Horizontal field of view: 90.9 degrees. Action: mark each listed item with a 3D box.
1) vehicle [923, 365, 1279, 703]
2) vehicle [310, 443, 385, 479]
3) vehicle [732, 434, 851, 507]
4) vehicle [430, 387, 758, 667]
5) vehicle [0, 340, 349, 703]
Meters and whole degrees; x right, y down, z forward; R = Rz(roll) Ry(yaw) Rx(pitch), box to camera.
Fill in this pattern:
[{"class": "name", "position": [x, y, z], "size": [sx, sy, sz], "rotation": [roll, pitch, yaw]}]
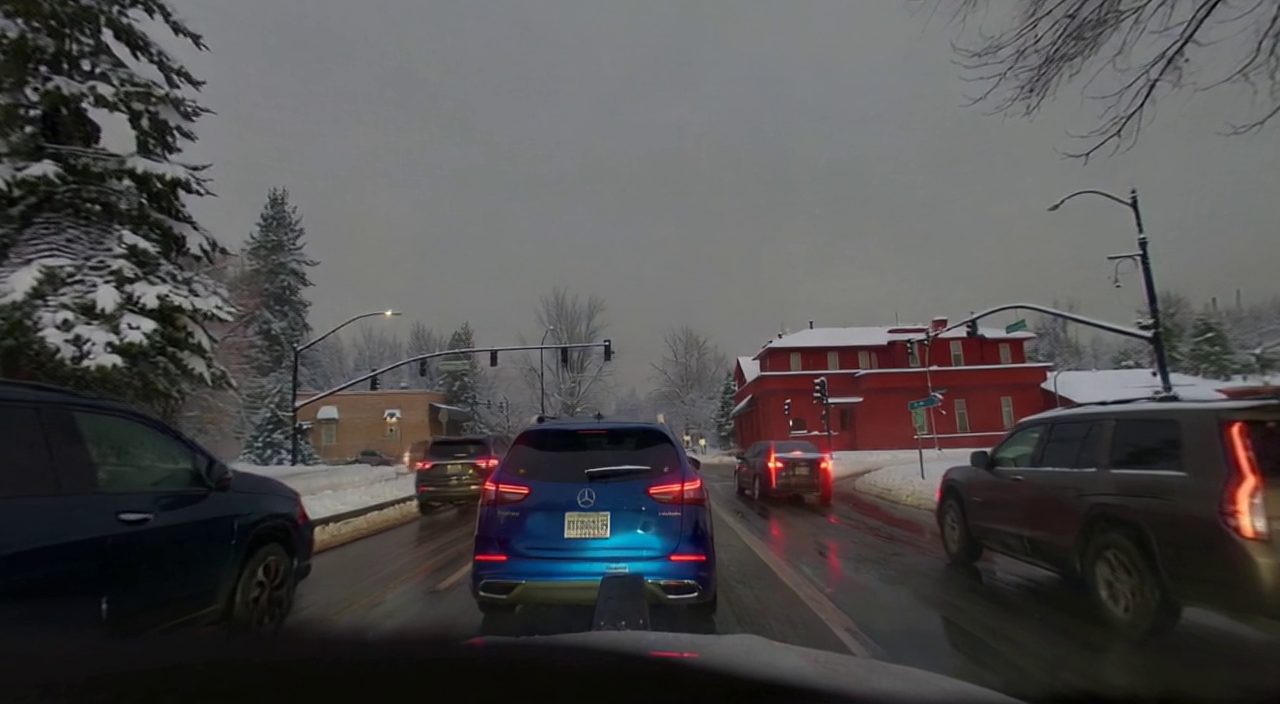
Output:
[{"class": "vehicle", "position": [4.242, 1.250, 5.196], "size": [2.014, 1.740, 4.515], "rotation": [-1, -8, 5]}, {"class": "vehicle", "position": [-15.401, 5.730, 33.462], "size": [1.949, 1.744, 4.109], "rotation": [0, -8, 1]}, {"class": "vehicle", "position": [3.545, 2.835, 15.548], "size": [1.847, 1.554, 3.885], "rotation": [0, -8, -2]}, {"class": "vehicle", "position": [-0.208, 1.375, 6.008], "size": [2.022, 1.700, 4.084], "rotation": [0, -9, 2]}, {"class": "vehicle", "position": [-3.466, 0.908, 2.906], "size": [2.047, 1.741, 4.470], "rotation": [0, -8, 1]}]
